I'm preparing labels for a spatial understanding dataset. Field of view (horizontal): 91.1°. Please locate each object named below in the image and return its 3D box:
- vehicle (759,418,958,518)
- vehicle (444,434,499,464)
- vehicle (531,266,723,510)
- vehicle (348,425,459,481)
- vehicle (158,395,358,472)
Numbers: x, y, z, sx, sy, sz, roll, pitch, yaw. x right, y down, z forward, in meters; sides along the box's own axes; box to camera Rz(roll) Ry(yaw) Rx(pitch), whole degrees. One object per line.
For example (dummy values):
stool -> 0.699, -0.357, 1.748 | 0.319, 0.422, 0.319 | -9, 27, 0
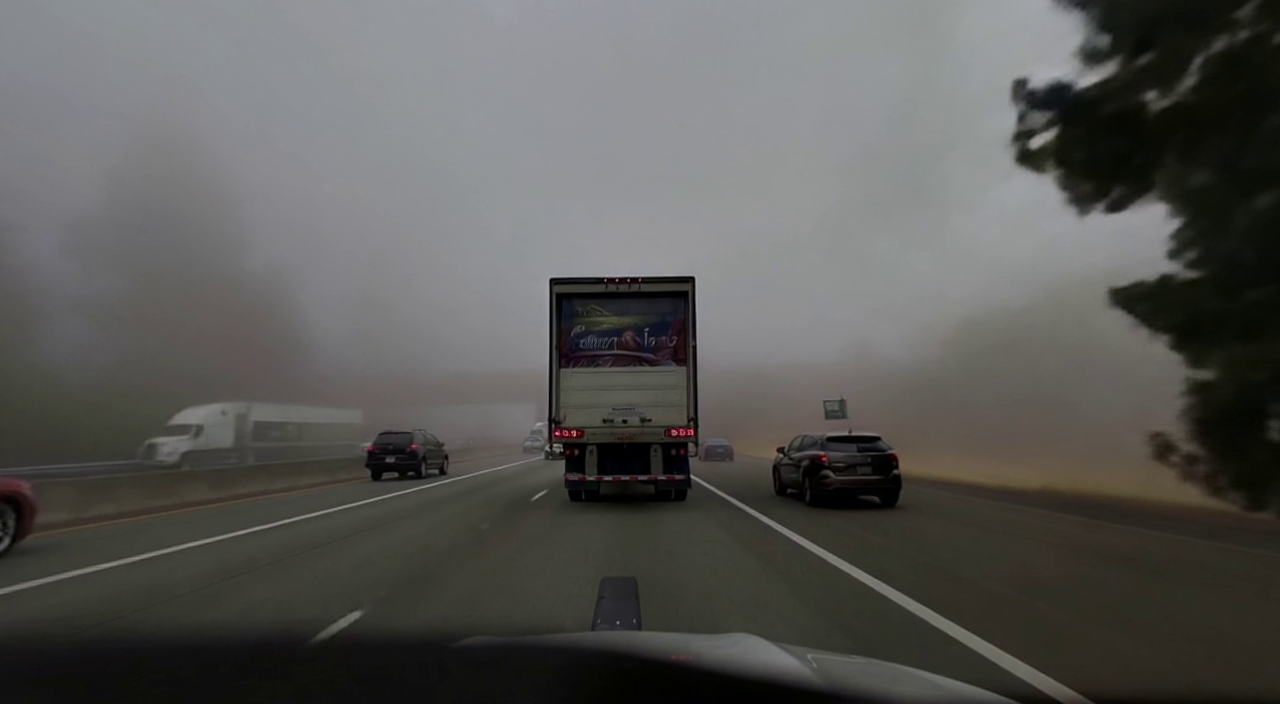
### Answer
vehicle -> 3.809, 2.096, 12.015 | 2.003, 1.519, 4.580 | 0, -8, -2
vehicle -> -8.663, 4.990, 32.579 | 1.845, 1.488, 3.656 | 0, -8, 0
vehicle -> -0.336, 1.179, 14.677 | 2.911, 3.787, 9.905 | 0, -8, -2
vehicle -> -7.883, 3.396, 21.495 | 2.057, 1.698, 4.550 | 0, -8, 0
vehicle -> -23.851, 5.420, 41.507 | 2.978, 4.017, 16.640 | 0, -8, 0
